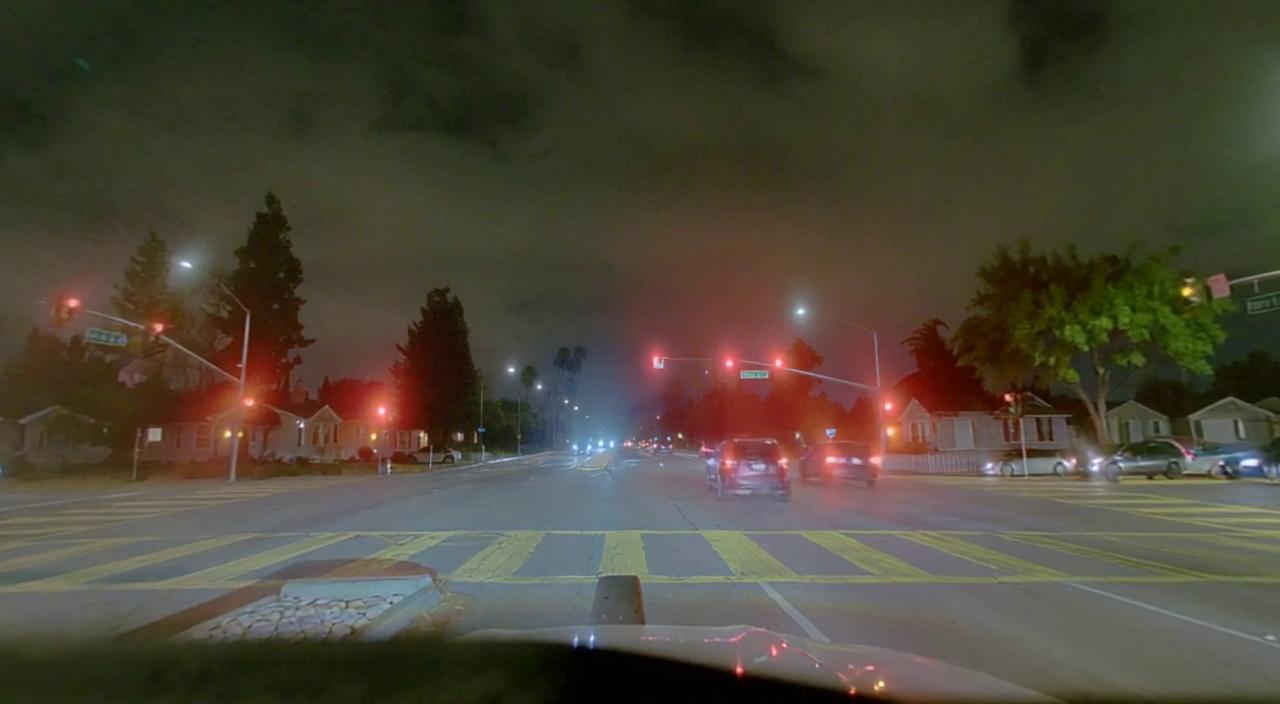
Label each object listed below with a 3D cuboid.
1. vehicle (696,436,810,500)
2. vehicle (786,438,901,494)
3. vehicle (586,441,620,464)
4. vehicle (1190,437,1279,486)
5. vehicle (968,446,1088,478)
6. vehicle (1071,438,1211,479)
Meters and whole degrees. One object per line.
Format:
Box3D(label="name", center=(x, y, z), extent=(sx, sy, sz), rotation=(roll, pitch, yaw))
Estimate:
Box3D(label="vehicle", center=(2.912, 3.126, 17.558), extent=(2.142, 1.506, 4.948), rotation=(0, -9, -1))
Box3D(label="vehicle", center=(6.272, 3.553, 20.097), extent=(2.074, 1.530, 4.565), rotation=(0, -9, -1))
Box3D(label="vehicle", center=(-2.423, 6.709, 42.282), extent=(2.045, 1.484, 3.991), rotation=(0, -9, 0))
Box3D(label="vehicle", center=(23.611, 4.040, 23.479), extent=(4.417, 1.725, 1.969), rotation=(0, -9, -1))
Box3D(label="vehicle", center=(19.712, 5.604, 32.251), extent=(4.874, 1.544, 1.779), rotation=(0, -9, 1))
Box3D(label="vehicle", center=(23.476, 4.988, 29.758), extent=(4.807, 1.835, 2.033), rotation=(0, -9, -1))
